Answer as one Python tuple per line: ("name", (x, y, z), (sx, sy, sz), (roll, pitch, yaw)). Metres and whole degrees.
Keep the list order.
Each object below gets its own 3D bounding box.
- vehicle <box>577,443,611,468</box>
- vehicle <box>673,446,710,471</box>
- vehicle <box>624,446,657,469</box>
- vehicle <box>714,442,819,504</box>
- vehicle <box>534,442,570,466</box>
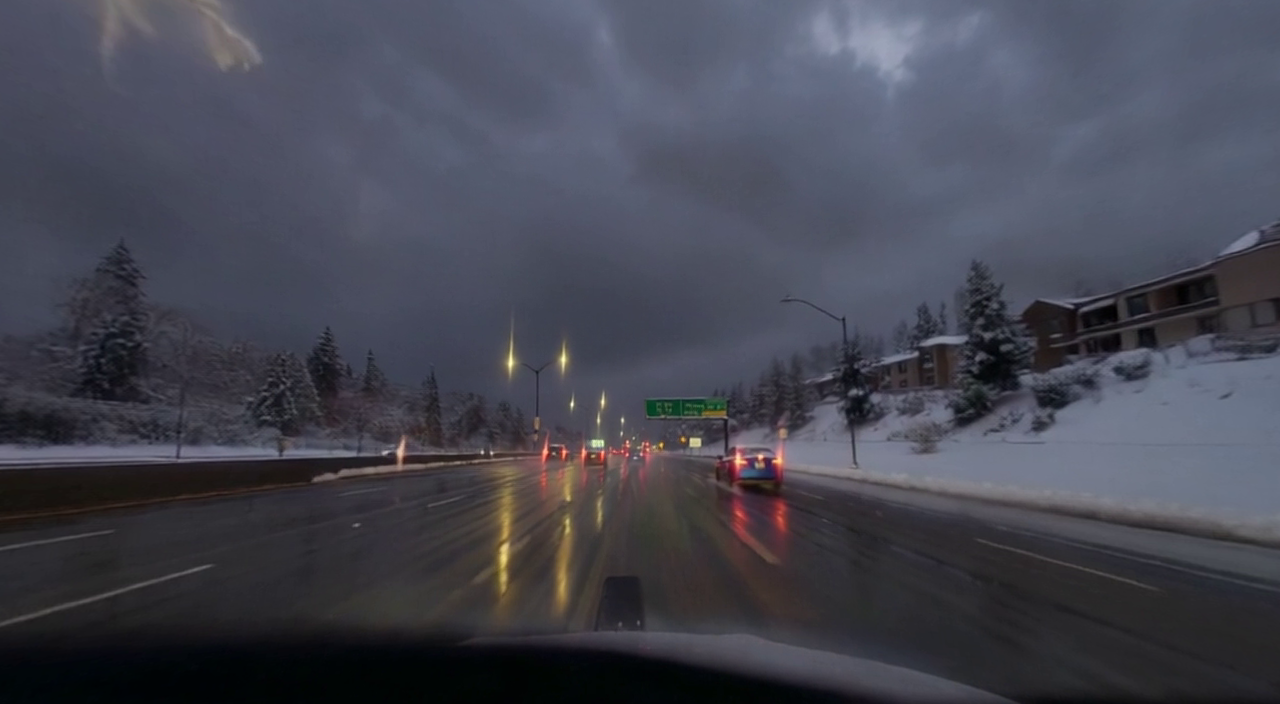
("vehicle", (-3.176, 7.261, 44.338), (2.091, 1.664, 4.157), (0, -9, 0))
("vehicle", (3.362, 7.003, 41.505), (2.036, 1.517, 4.256), (0, -9, -1))
("vehicle", (0.048, 7.144, 42.886), (2.166, 1.496, 4.158), (0, -9, 0))
("vehicle", (3.462, 3.413, 18.264), (2.077, 1.527, 4.553), (0, -9, 0))
("vehicle", (-6.699, 7.794, 48.260), (2.112, 1.721, 4.381), (0, -9, 1))
